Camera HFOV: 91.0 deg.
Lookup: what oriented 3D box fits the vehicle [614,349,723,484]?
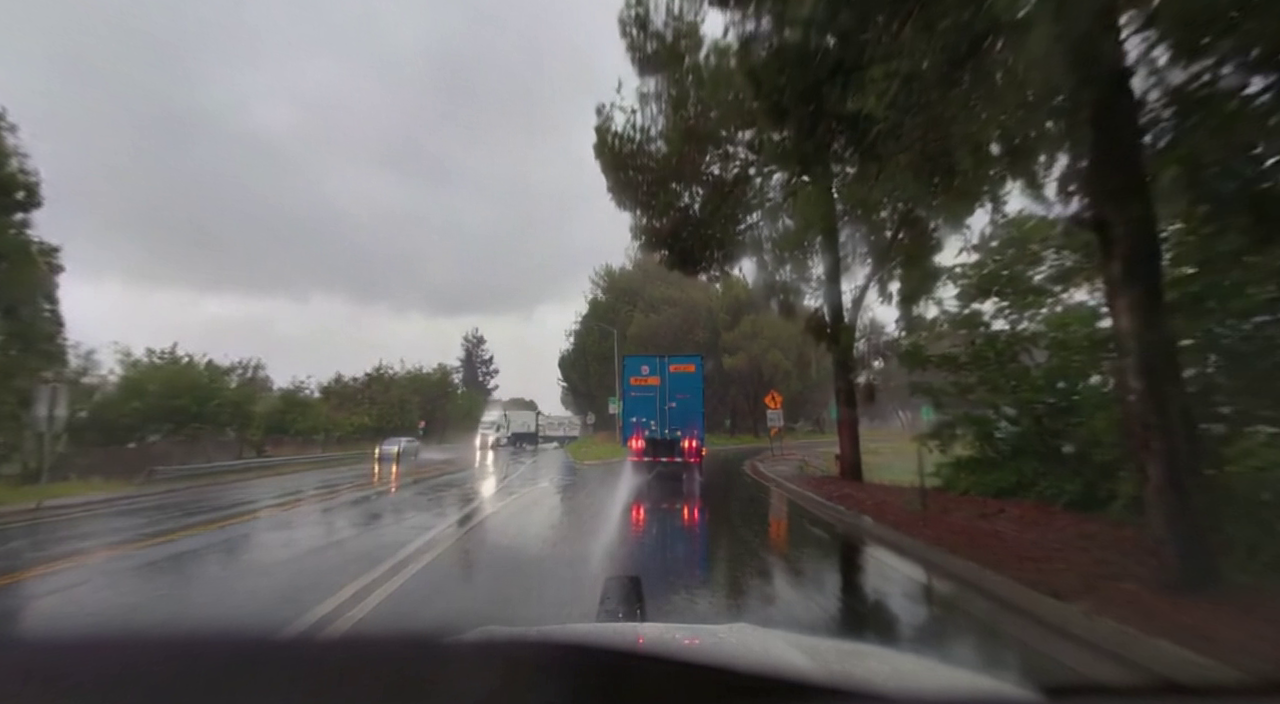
[{"bbox_3d":[1.349,2.360,21.926,2.937,3.647,9.344,-2,-7,7],"label":"vehicle"}]
